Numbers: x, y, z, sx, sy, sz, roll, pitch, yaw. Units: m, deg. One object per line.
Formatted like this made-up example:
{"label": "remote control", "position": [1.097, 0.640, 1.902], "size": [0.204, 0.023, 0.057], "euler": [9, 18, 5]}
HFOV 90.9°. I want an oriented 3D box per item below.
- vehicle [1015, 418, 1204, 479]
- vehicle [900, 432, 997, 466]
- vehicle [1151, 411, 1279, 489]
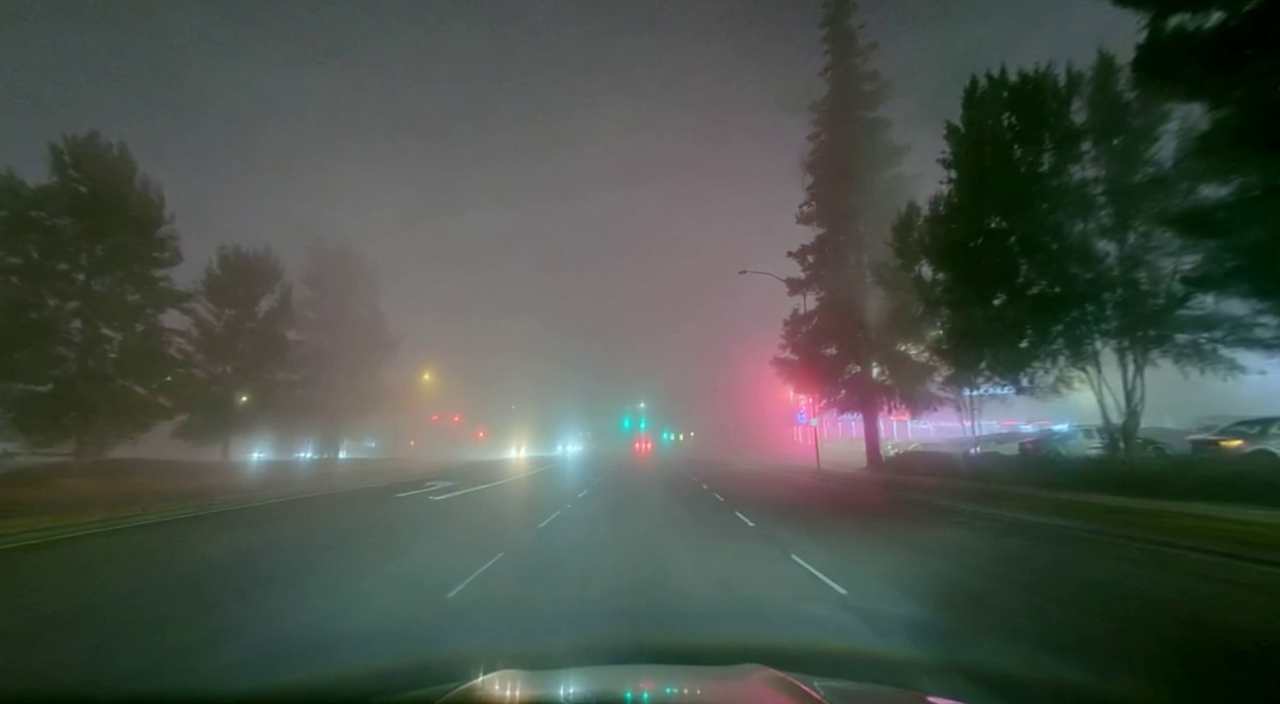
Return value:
{"label": "vehicle", "position": [16.052, 3.311, 21.786], "size": [4.749, 1.785, 2.137], "euler": [-2, -7, 0]}
{"label": "vehicle", "position": [17.189, 5.394, 35.257], "size": [4.362, 1.455, 1.816], "euler": [-5, -7, 0]}
{"label": "vehicle", "position": [17.350, 2.680, 17.796], "size": [1.929, 1.943, 4.538], "euler": [-2, -7, 0]}
